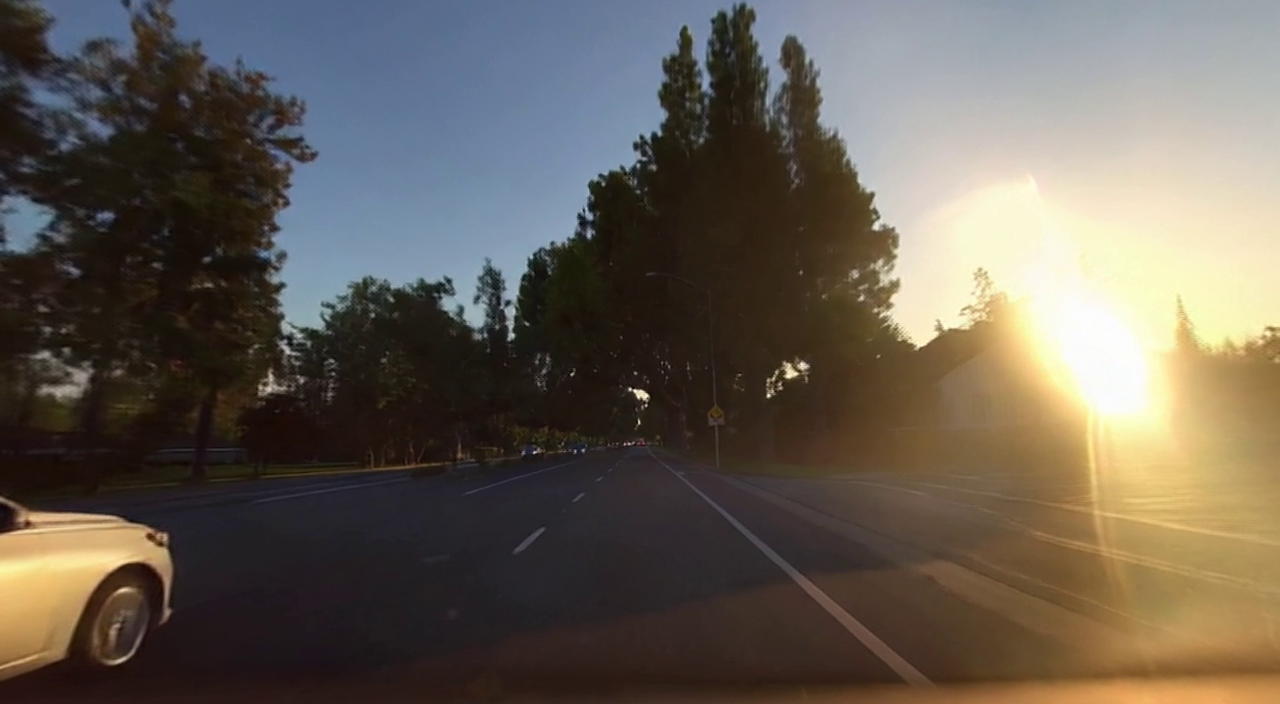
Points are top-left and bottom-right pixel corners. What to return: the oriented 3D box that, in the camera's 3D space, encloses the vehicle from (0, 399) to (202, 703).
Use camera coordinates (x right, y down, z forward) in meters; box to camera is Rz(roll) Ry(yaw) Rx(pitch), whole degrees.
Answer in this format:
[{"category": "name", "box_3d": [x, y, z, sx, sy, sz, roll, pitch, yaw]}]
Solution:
[{"category": "vehicle", "box_3d": [-3.324, 0.705, 0.801, 2.020, 1.478, 4.890, 0, -8, 0]}]
